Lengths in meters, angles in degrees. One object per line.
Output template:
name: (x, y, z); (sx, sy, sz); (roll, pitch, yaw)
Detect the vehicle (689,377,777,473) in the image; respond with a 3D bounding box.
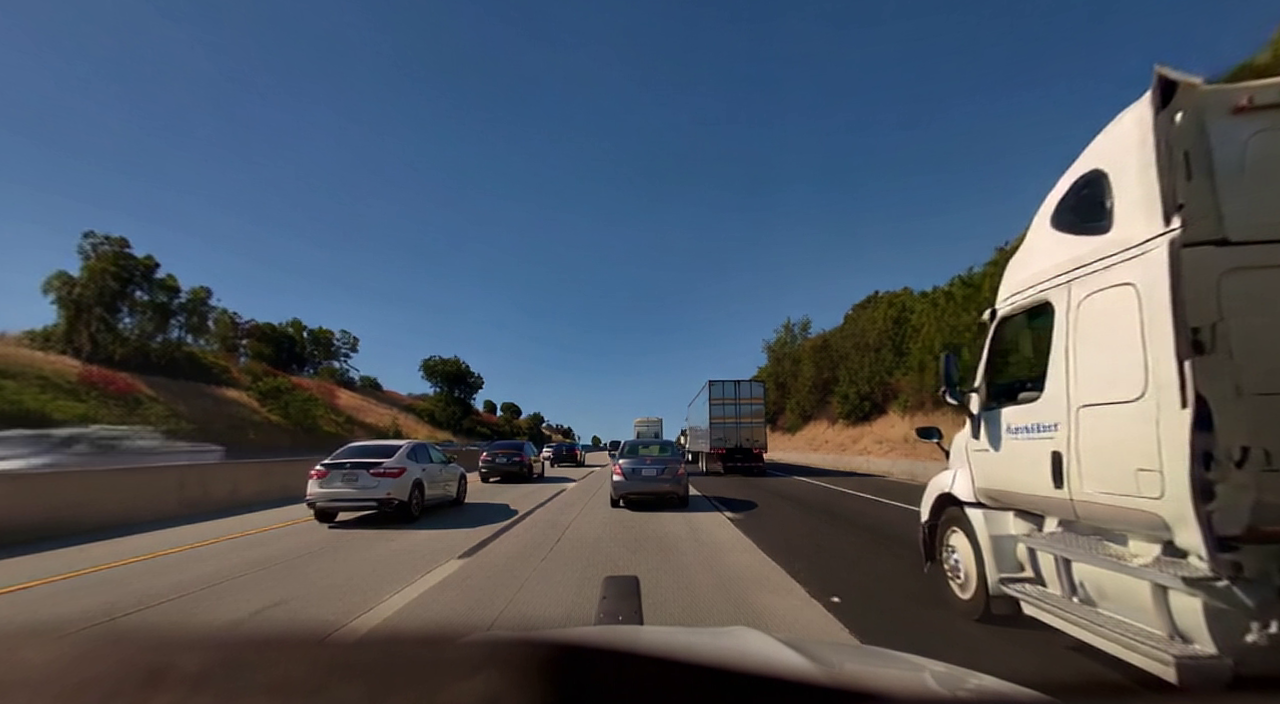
vehicle: (4.531, 4.069, 34.237); (2.892, 4.101, 14.252); (0, -8, 1)

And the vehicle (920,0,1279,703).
vehicle: (3.997, -0.145, 2.425); (2.982, 3.860, 6.011); (0, -8, 0)

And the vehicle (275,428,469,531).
vehicle: (-4.514, 2.158, 11.317); (1.821, 1.514, 3.677); (0, -8, 0)

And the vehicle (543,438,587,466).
vehicle: (-4.317, 5.800, 36.837); (1.887, 1.493, 4.411); (0, -8, 2)

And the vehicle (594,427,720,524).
vehicle: (0.275, 2.191, 11.729); (1.973, 1.505, 3.568); (0, -8, 0)

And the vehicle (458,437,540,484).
vehicle: (-4.833, 3.743, 22.190); (1.880, 1.458, 3.978); (0, -8, 1)

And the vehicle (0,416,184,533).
vehicle: (-11.719, 2.299, 12.339); (2.004, 1.941, 4.674); (0, -8, 1)
